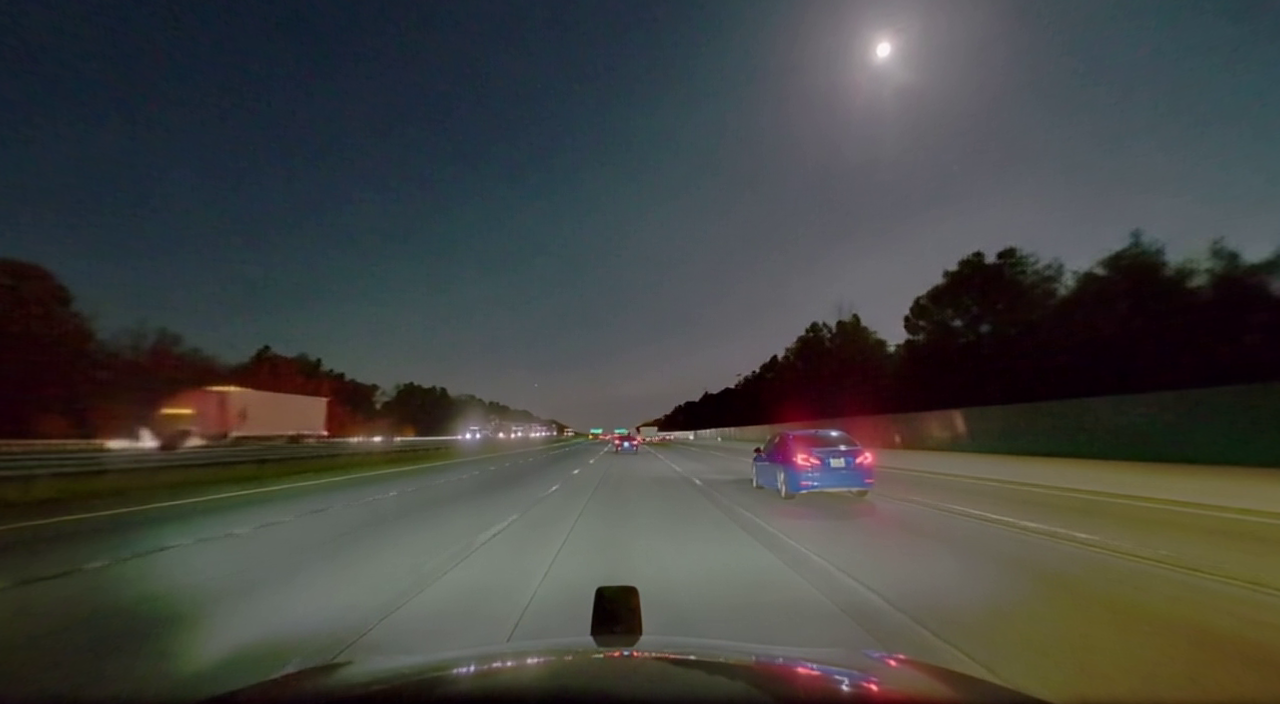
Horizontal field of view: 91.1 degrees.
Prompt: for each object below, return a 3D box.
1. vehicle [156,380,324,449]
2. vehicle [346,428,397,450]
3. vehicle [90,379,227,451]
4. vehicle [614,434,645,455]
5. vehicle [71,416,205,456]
[{"bbox_3d":[-26.889,4.603,43.782,2.895,3.999,13.938,0,-8,-1],"label":"vehicle"},{"bbox_3d":[-18.777,6.105,44.183,1.804,1.465,4.031,0,-8,-1],"label":"vehicle"},{"bbox_3d":[-26.558,3.616,35.110,2.874,3.657,5.964,0,-7,-1],"label":"vehicle"},{"bbox_3d":[-0.794,6.676,45.479,2.121,1.445,4.187,0,-8,-2],"label":"vehicle"},{"bbox_3d":[-22.173,3.753,28.068,2.012,1.606,4.868,0,-8,-1],"label":"vehicle"}]
